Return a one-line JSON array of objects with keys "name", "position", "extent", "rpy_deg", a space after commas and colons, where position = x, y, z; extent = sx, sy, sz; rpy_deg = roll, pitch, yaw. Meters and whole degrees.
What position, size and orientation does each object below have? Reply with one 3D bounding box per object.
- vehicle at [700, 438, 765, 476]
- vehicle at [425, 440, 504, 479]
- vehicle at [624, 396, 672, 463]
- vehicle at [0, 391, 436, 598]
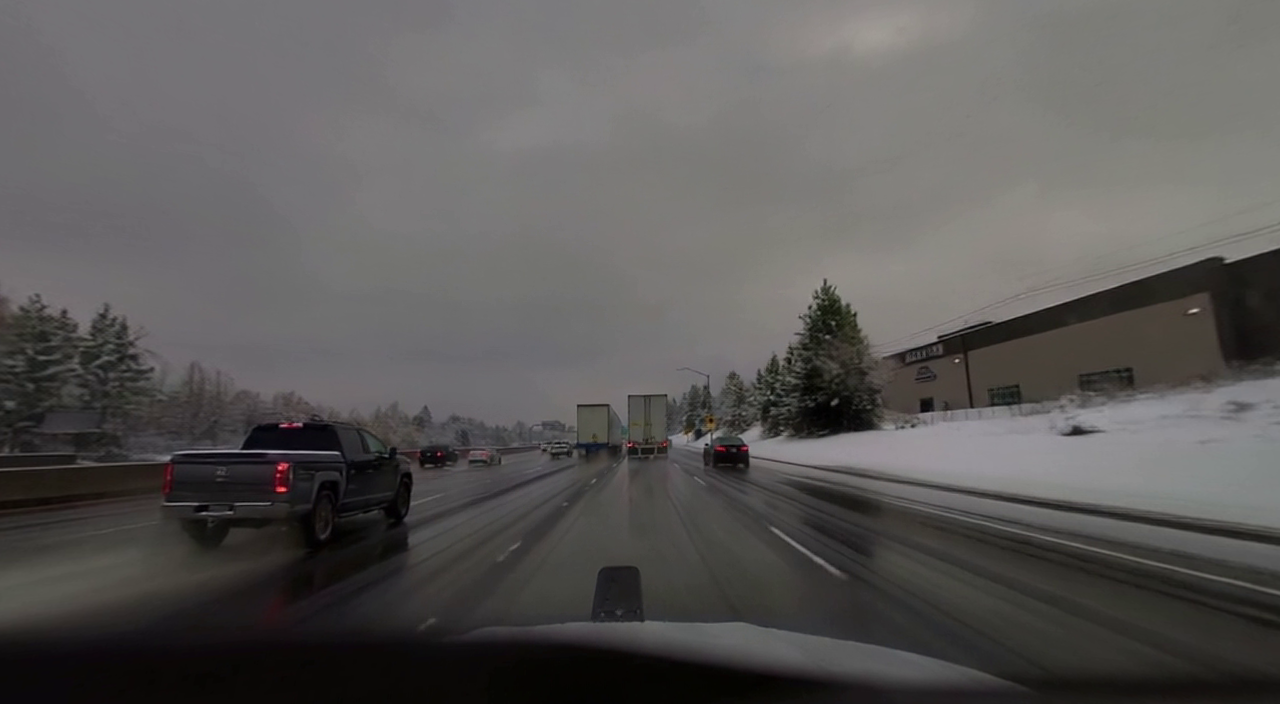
[{"name": "vehicle", "position": [3.749, 4.356, 26.366], "extent": [2.006, 1.452, 4.246], "rpy_deg": [0, -9, -1]}, {"name": "vehicle", "position": [-7.172, 4.403, 26.242], "extent": [1.891, 1.460, 4.506], "rpy_deg": [0, -8, 1]}, {"name": "vehicle", "position": [0.507, 5.580, 44.383], "extent": [2.969, 4.104, 10.906], "rpy_deg": [0, -9, 0]}, {"name": "vehicle", "position": [-4.345, 1.537, 7.662], "extent": [2.122, 1.754, 4.379], "rpy_deg": [0, -9, 2]}]
